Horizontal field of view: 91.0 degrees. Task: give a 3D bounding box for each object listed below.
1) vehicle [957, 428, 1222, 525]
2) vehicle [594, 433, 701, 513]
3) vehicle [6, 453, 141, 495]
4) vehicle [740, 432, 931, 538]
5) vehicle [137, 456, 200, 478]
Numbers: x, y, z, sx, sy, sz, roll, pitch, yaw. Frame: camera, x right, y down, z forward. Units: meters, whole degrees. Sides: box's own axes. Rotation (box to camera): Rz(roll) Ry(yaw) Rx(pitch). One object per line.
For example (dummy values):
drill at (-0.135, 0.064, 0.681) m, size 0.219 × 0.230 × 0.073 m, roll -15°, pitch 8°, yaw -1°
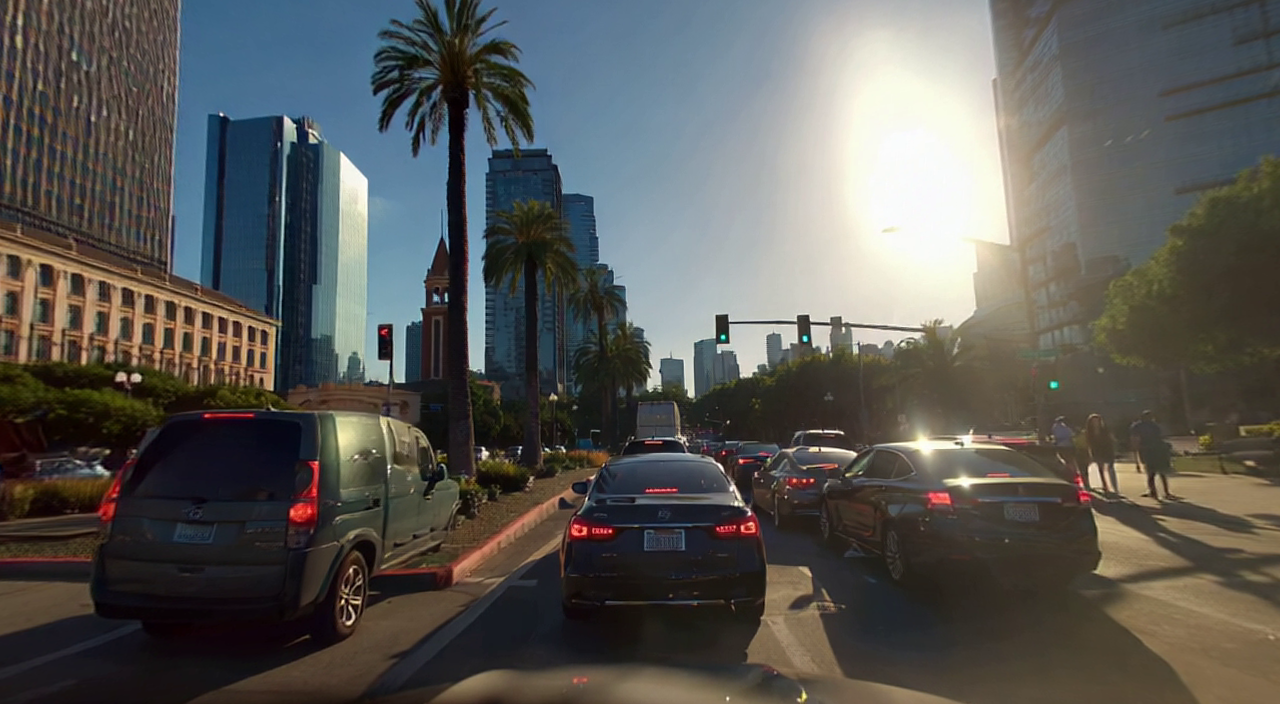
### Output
vehicle at (8.173, 2.281, 12.086) m, size 1.859 × 1.508 × 4.259 m, roll 0°, pitch -9°, yaw -1°
vehicle at (0.179, 2.606, 13.981) m, size 2.048 × 1.503 × 3.681 m, roll 0°, pitch -9°, yaw 1°
vehicle at (-26.701, 5.722, 29.943) m, size 2.105 × 1.793 × 4.812 m, roll 0°, pitch -9°, yaw -4°
vehicle at (3.103, 2.206, 11.103) m, size 1.913 × 1.469 × 4.425 m, roll 0°, pitch -9°, yaw 0°
vehicle at (-36.702, 8.950, 49.148) m, size 1.700 × 1.527 × 4.445 m, roll 0°, pitch -9°, yaw -4°
